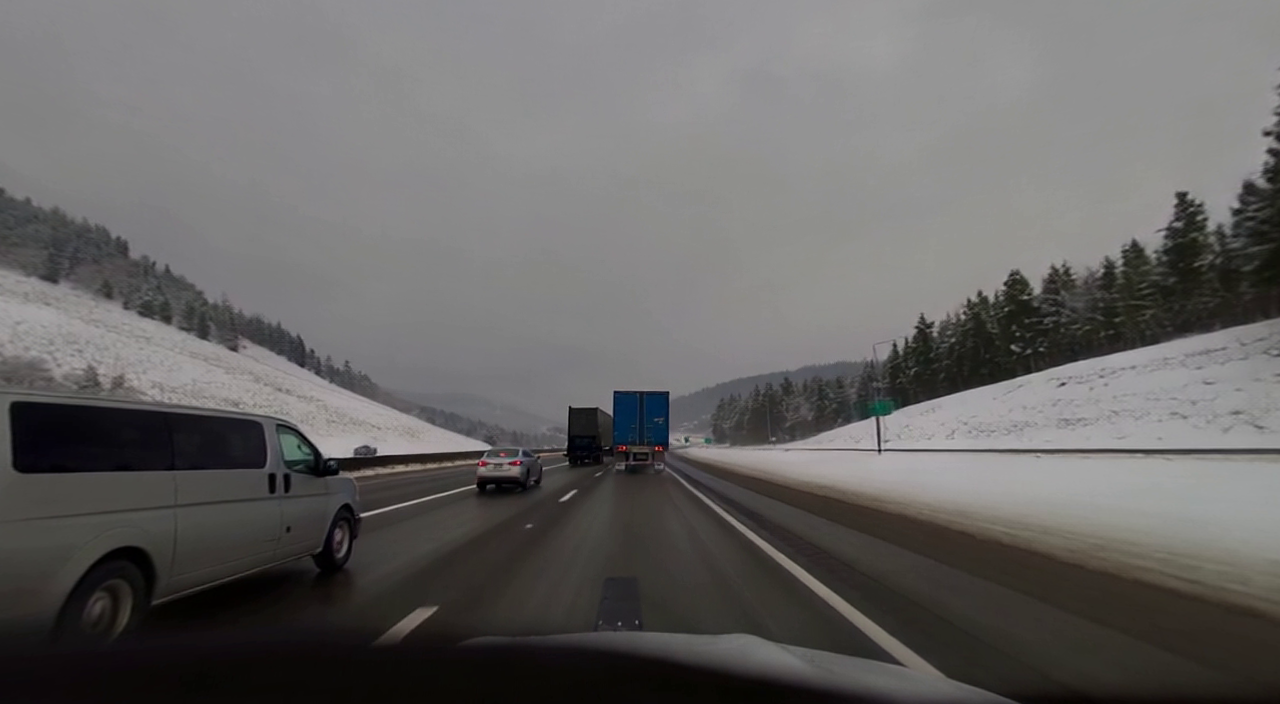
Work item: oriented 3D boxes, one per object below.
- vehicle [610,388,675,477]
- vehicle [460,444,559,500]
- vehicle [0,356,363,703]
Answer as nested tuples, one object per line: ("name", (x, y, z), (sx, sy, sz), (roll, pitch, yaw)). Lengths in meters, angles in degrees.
("vehicle", (0.250, 4.460, 34.208), (2.913, 3.988, 10.874), (0, -8, 2))
("vehicle", (-3.683, 3.446, 18.608), (1.950, 1.446, 4.224), (0, -8, 1))
("vehicle", (-4.153, 1.129, 4.446), (2.136, 1.779, 4.875), (0, -8, 0))
